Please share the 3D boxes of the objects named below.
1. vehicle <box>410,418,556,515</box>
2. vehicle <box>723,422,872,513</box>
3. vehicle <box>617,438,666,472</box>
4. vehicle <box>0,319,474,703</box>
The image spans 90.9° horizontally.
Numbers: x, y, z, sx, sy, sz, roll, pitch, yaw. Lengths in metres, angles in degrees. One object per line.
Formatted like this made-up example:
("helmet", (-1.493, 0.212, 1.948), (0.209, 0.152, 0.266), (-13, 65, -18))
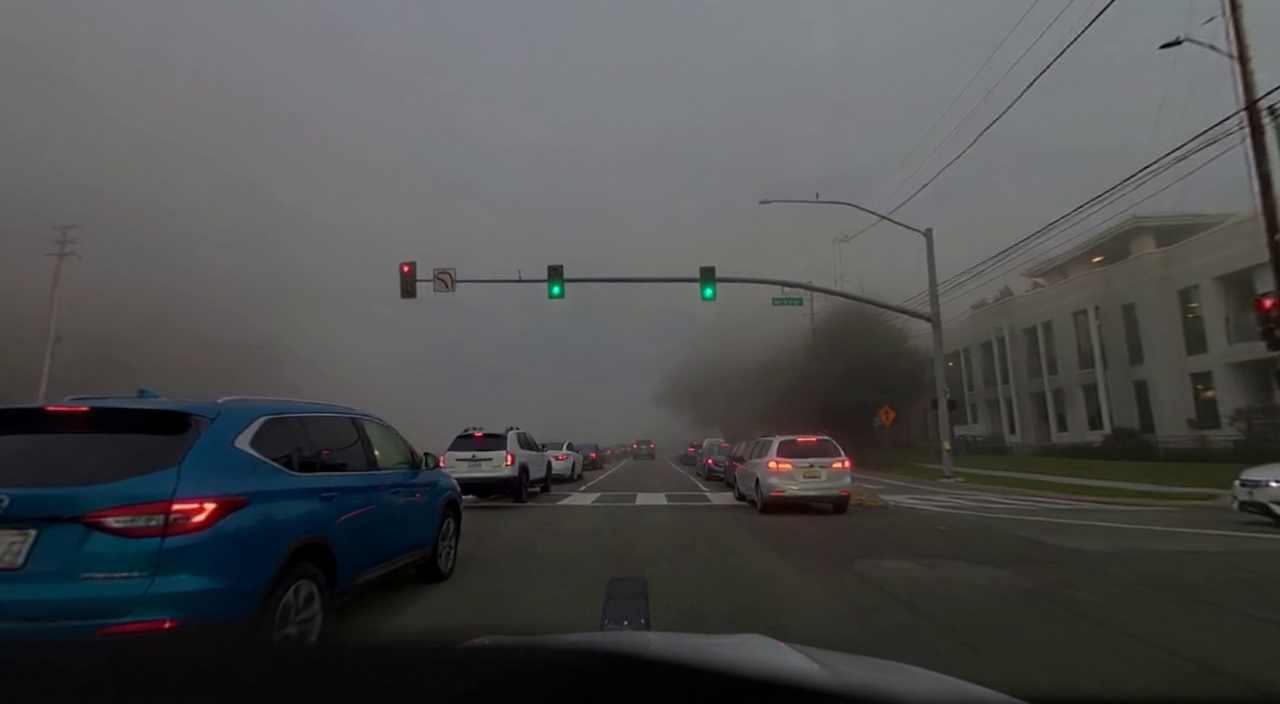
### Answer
("vehicle", (-3.136, 2.382, 13.632), (1.958, 1.744, 4.315), (0, -8, 1))
("vehicle", (3.335, 2.551, 14.502), (2.201, 1.734, 4.564), (0, -8, -1))
("vehicle", (0.082, 4.980, 30.614), (2.185, 1.515, 4.215), (0, -8, 0))
("vehicle", (-2.871, 1.050, 4.458), (2.127, 1.754, 4.287), (0, -8, 1))
